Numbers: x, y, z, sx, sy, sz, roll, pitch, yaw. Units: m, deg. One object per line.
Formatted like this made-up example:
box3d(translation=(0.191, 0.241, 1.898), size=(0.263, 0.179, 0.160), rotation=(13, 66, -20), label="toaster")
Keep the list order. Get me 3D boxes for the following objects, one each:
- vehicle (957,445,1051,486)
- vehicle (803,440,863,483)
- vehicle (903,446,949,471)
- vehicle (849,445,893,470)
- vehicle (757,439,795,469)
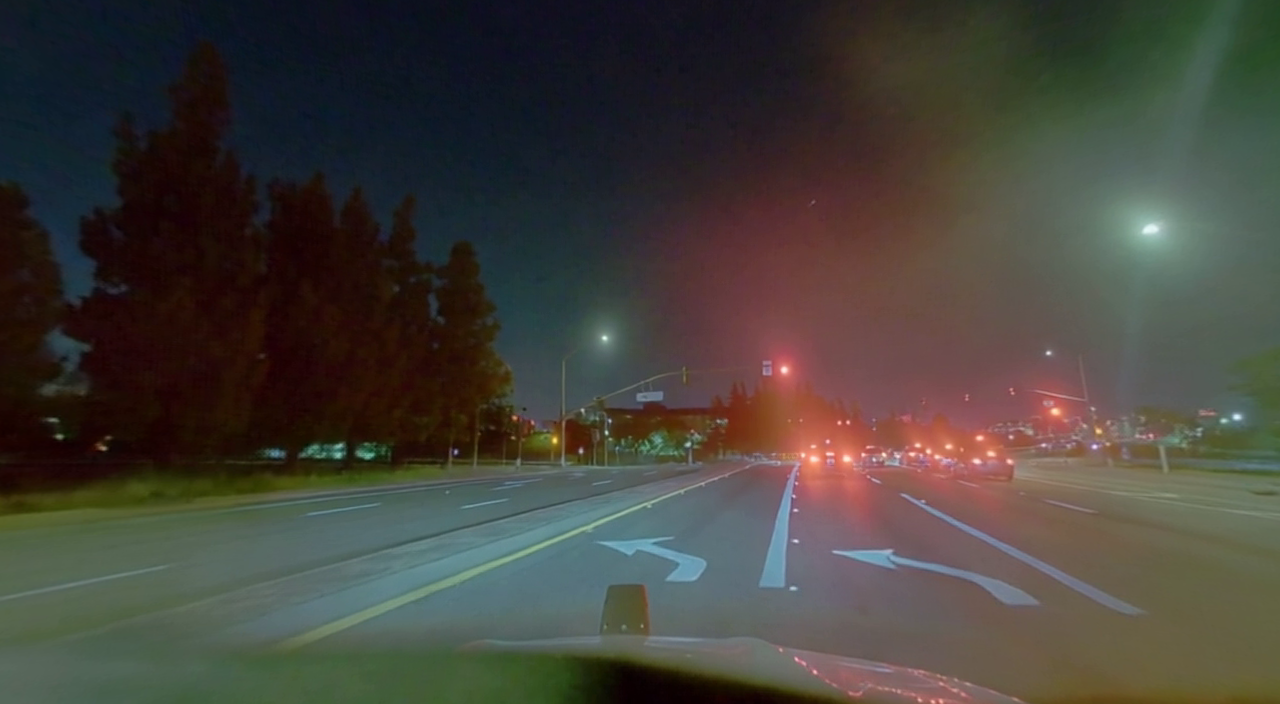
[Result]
box3d(translation=(13.924, 4.315, 24.389), size=(1.884, 1.422, 4.262), rotation=(-2, -9, 13), label="vehicle")
box3d(translation=(7.727, 4.376, 25.551), size=(2.078, 1.578, 4.107), rotation=(-2, -9, 14), label="vehicle")
box3d(translation=(18.547, 6.877, 41.094), size=(1.901, 1.484, 4.093), rotation=(-2, -8, 13), label="vehicle")
box3d(translation=(14.733, 6.716, 40.455), size=(2.063, 1.476, 4.361), rotation=(-2, -9, 13), label="vehicle")
box3d(translation=(8.897, 6.607, 41.001), size=(2.245, 1.800, 4.522), rotation=(-2, -8, 13), label="vehicle")
